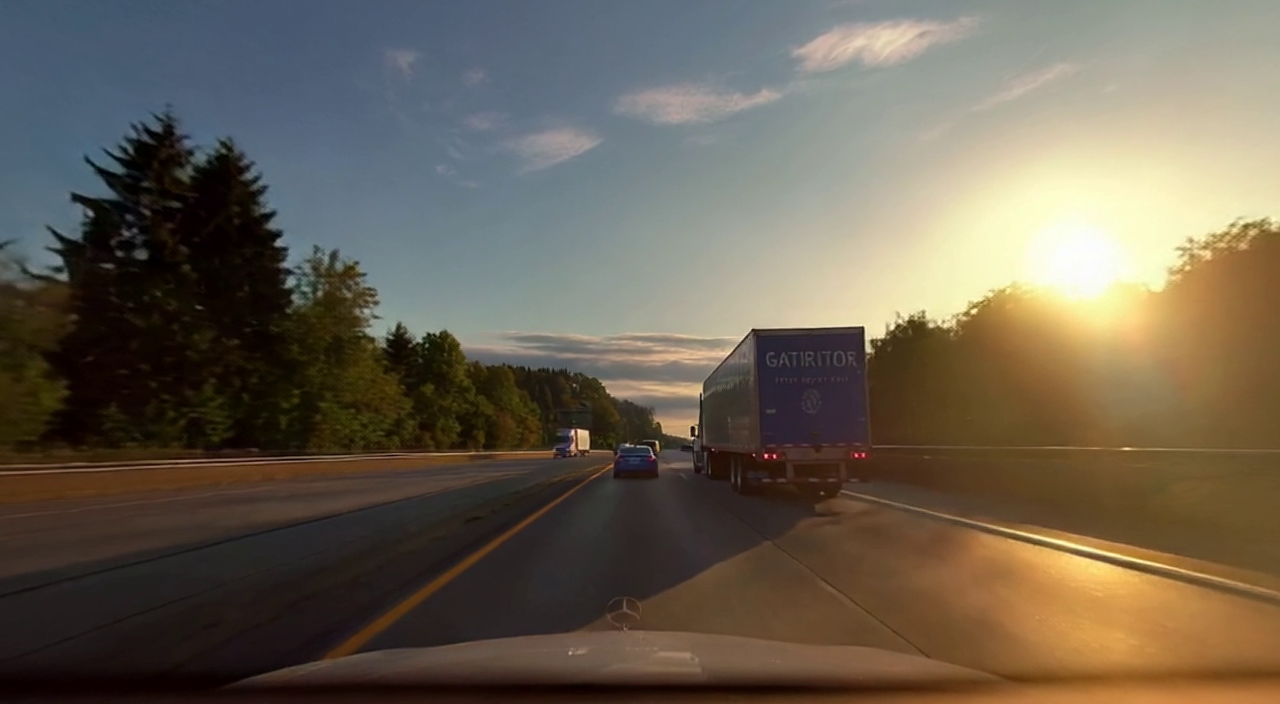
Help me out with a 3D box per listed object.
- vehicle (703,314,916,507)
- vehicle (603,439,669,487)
[{"bbox_3d":[4.250,2.304,20.456,2.909,4.074,14.457,0,-9,0],"label":"vehicle"},{"bbox_3d":[-0.135,3.806,21.863,2.074,1.475,3.960,0,-9,0],"label":"vehicle"}]
